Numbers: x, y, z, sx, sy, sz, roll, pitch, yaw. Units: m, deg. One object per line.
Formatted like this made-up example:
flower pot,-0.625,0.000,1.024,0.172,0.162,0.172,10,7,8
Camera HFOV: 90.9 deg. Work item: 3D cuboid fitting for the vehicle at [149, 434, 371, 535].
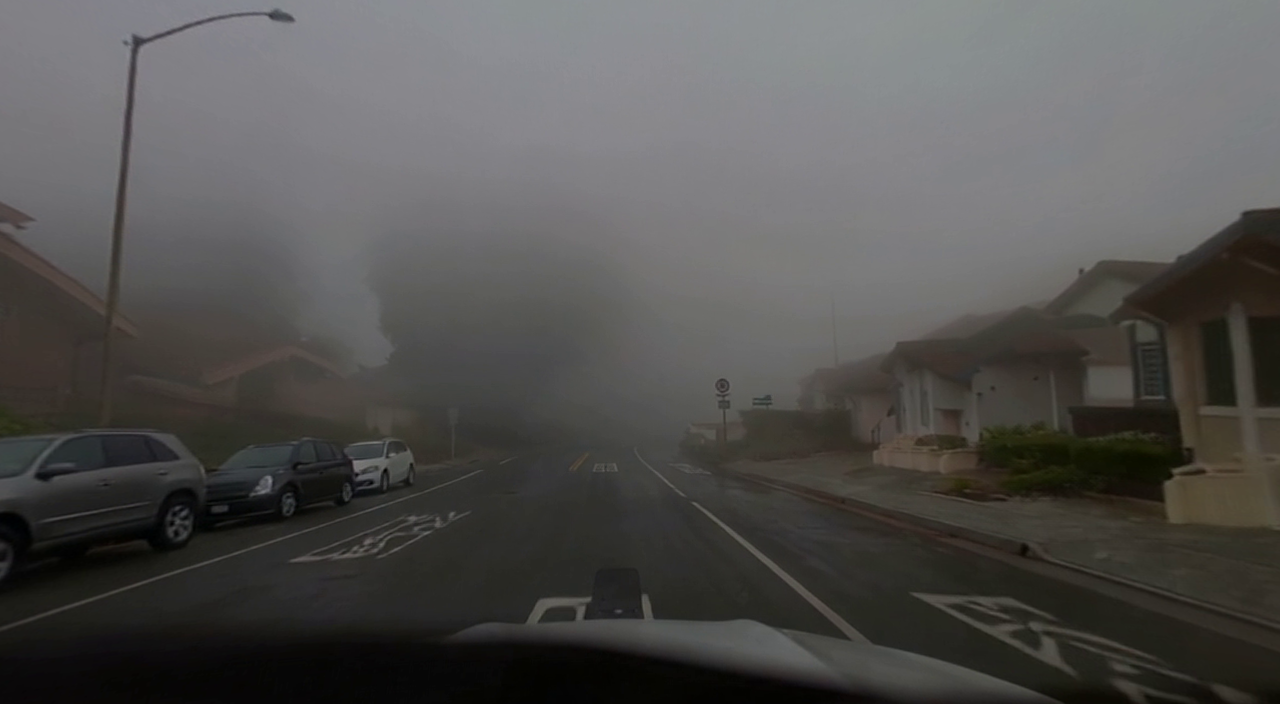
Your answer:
vehicle,-6.750,2.330,11.773,1.777,1.554,3.790,0,-8,0

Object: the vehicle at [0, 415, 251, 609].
vehicle,-6.804,1.658,7.242,1.865,1.750,4.507,0,-8,-2
